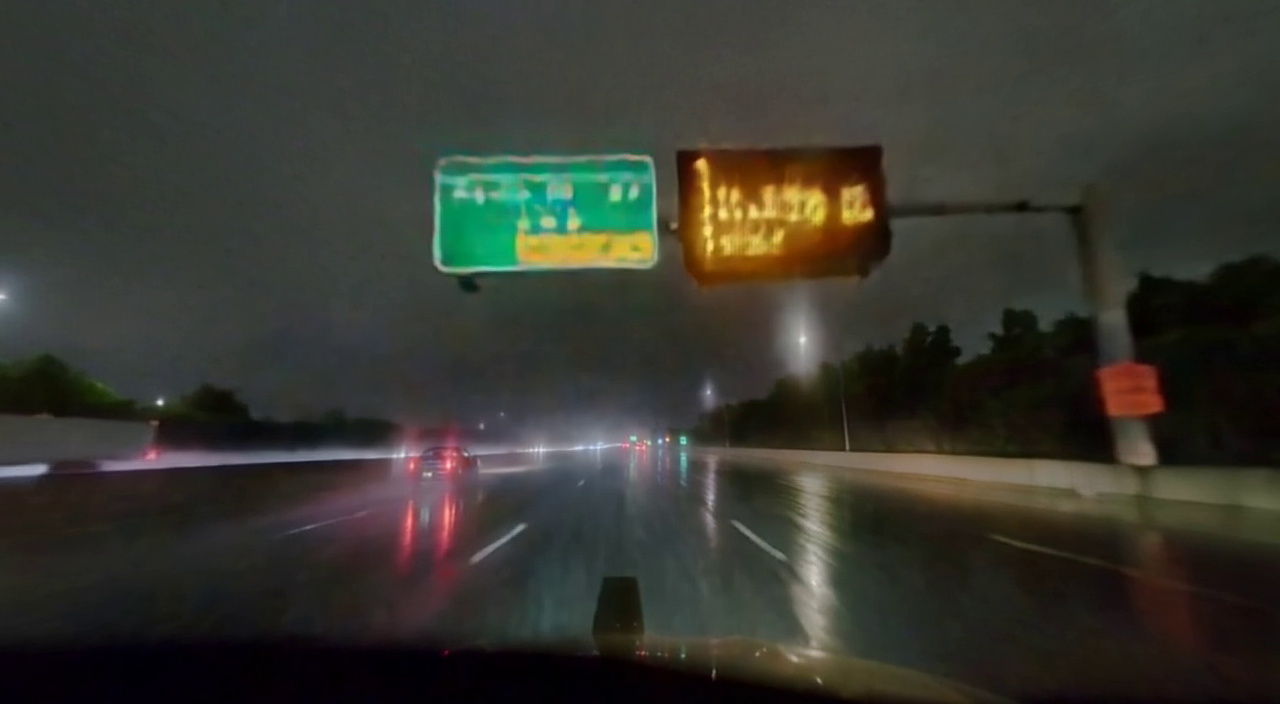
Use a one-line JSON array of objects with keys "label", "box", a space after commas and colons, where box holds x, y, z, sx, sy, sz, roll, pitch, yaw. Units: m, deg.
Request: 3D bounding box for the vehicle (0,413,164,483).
[{"label": "vehicle", "box": [-36.229, 6.247, 41.245, 2.855, 4.018, 9.391, 0, -8, -1]}]

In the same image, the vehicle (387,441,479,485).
[{"label": "vehicle", "box": [-8.065, 4.348, 25.136, 2.005, 1.545, 4.874, 0, -8, 0]}]
